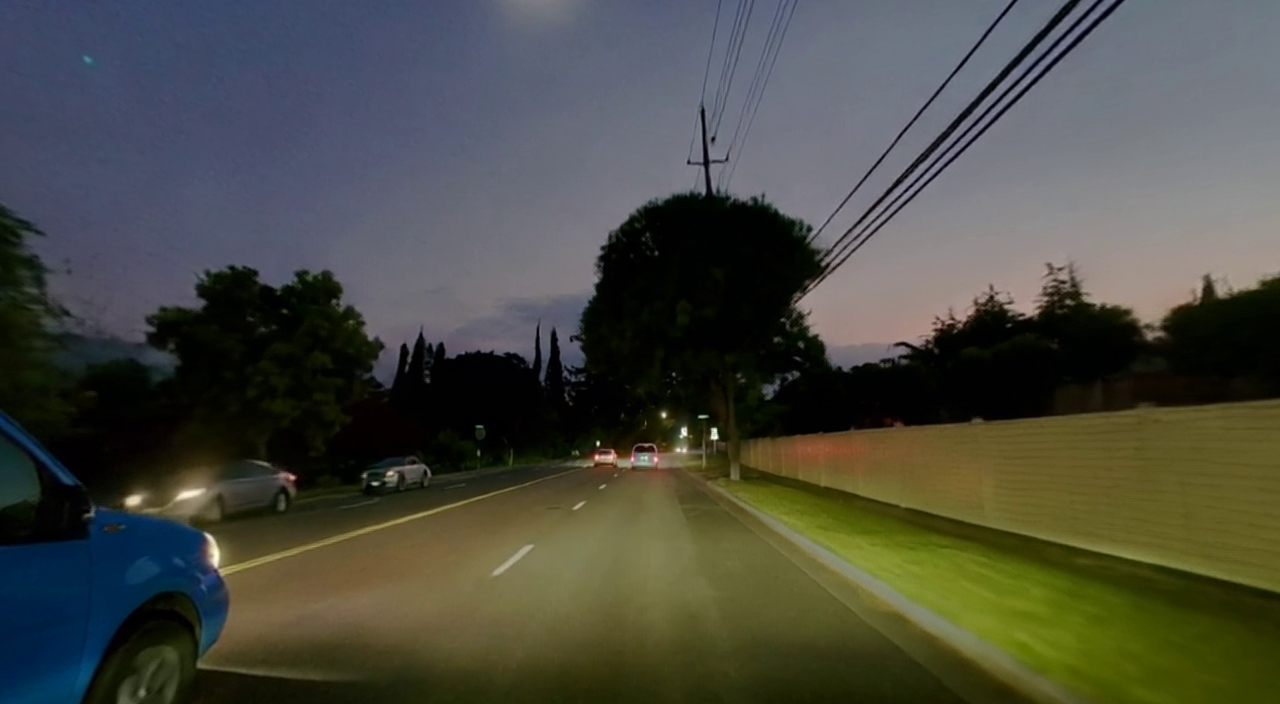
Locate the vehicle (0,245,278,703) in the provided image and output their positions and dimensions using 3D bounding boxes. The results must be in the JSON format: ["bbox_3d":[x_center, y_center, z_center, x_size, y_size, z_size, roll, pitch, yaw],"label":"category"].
[{"bbox_3d":[-3.541,0.499,1.024,2.336,2.152,5.866,0,-9,1],"label":"vehicle"}]

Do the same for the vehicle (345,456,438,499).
[{"bbox_3d":[-9.991,5.065,25.761,2.005,1.471,4.330,-3,-9,1],"label":"vehicle"}]

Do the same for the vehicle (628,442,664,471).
[{"bbox_3d":[0.393,6.544,39.603,2.120,1.718,3.909,0,-9,1],"label":"vehicle"}]
